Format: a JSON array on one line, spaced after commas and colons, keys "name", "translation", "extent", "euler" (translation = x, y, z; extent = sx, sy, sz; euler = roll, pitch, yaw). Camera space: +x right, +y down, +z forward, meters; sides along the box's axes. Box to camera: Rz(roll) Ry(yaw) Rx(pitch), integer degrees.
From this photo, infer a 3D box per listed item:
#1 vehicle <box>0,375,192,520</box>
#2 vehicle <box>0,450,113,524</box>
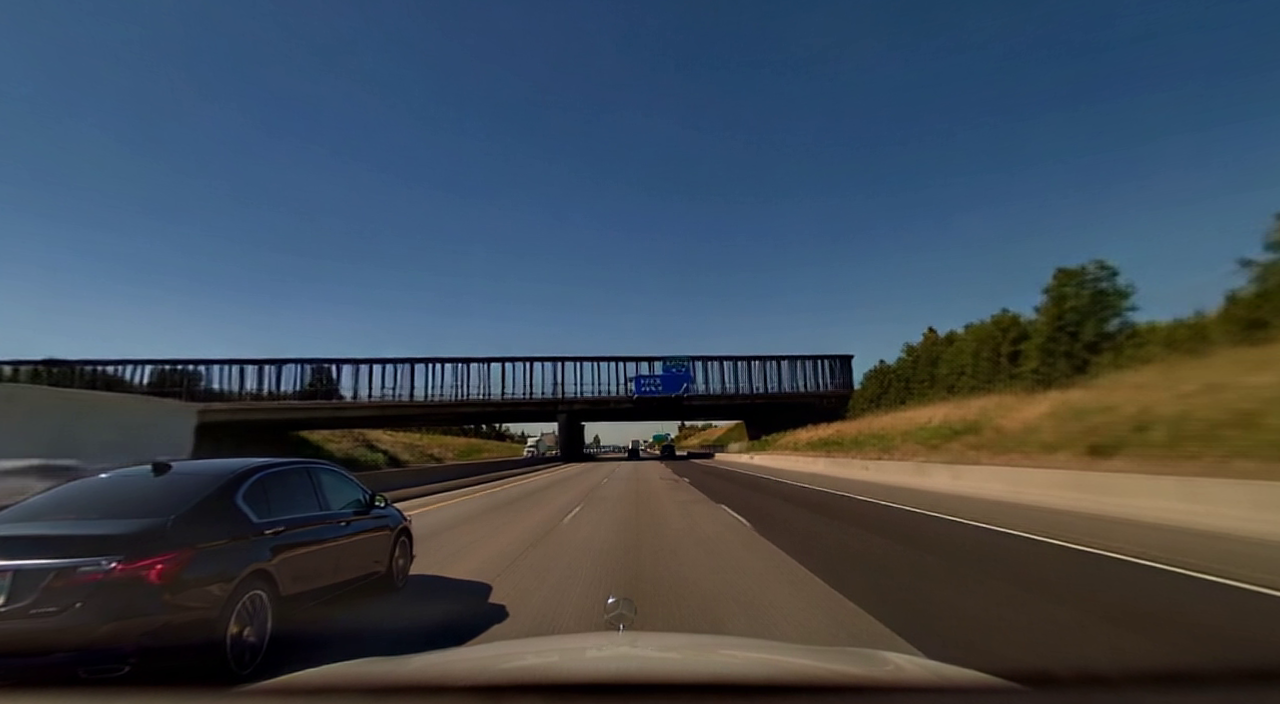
[{"name": "vehicle", "translation": [-18.758, 2.900, 19.082], "extent": [2.915, 3.862, 10.009], "euler": [0, -9, 0]}, {"name": "vehicle", "translation": [-15.000, 3.044, 14.401], "extent": [1.944, 1.603, 4.591], "euler": [0, -9, 0]}]
